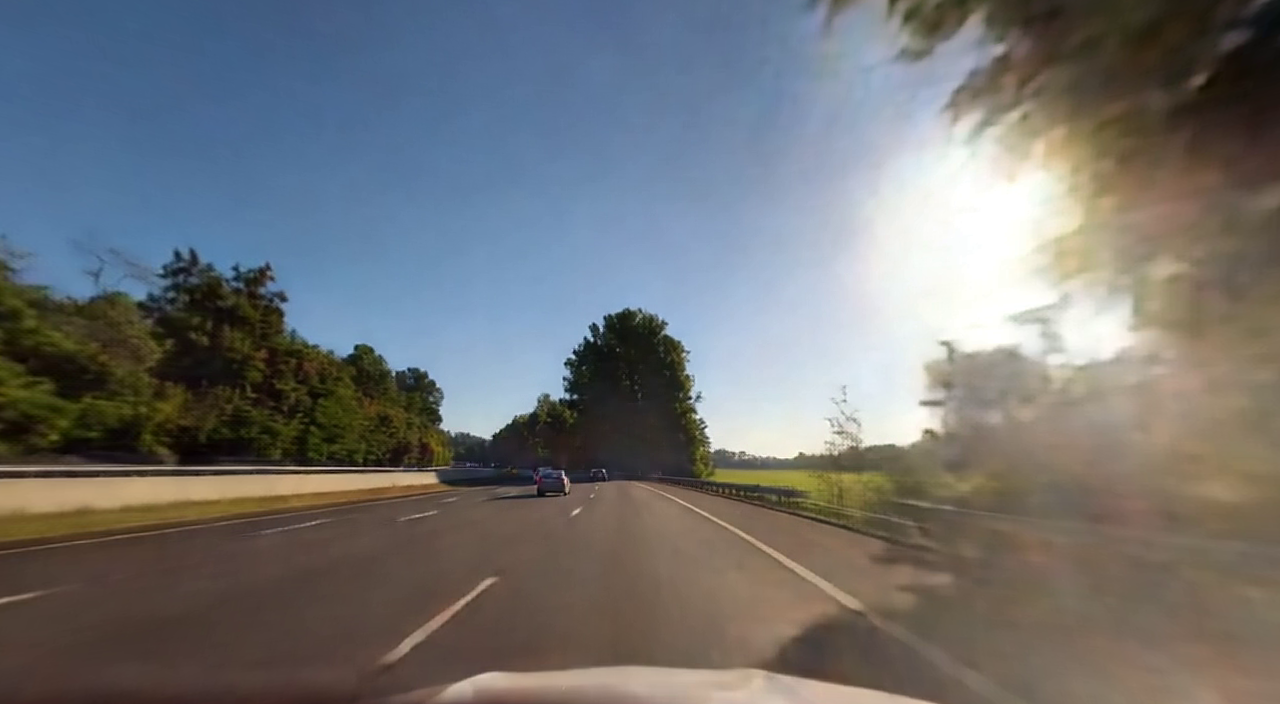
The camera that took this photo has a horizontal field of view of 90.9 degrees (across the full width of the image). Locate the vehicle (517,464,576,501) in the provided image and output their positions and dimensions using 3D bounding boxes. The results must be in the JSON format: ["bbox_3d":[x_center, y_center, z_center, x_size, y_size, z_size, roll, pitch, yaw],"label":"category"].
[{"bbox_3d":[-4.253,6.055,29.394,2.115,1.546,4.638,1,-11,-1],"label":"vehicle"}]
